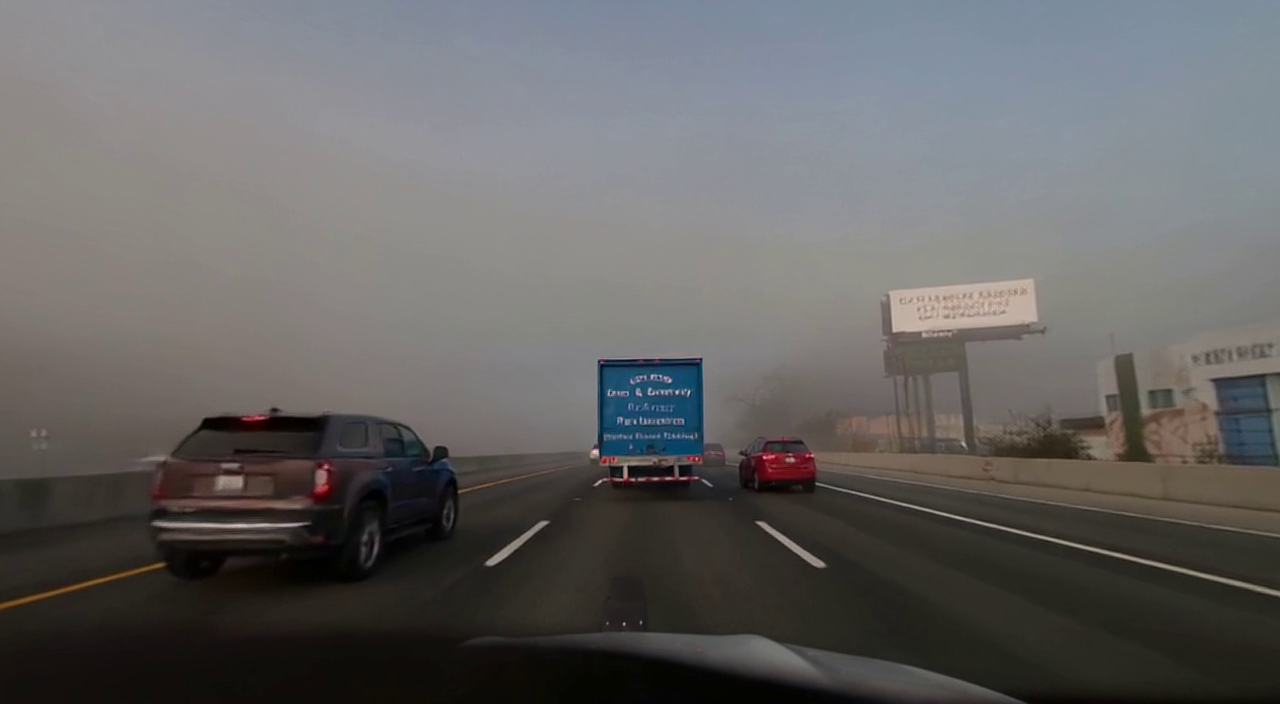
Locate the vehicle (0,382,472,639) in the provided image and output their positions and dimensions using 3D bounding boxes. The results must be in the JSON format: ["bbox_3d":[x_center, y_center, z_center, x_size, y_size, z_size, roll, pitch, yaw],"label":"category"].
[{"bbox_3d":[-3.498,1.435,6.711,2.133,1.808,4.349,0,-8,1],"label":"vehicle"}]

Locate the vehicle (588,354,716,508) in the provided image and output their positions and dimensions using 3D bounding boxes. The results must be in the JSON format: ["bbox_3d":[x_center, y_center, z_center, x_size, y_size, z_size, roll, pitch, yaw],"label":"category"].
[{"bbox_3d":[0.368,2.307,17.897,2.733,3.296,8.571,-1,-8,2],"label":"vehicle"}]

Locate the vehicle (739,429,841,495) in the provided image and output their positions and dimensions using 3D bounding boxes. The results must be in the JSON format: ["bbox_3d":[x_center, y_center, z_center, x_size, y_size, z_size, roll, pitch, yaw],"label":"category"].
[{"bbox_3d":[4.316,3.225,18.849,1.986,1.718,4.296,0,-8,0],"label":"vehicle"}]
